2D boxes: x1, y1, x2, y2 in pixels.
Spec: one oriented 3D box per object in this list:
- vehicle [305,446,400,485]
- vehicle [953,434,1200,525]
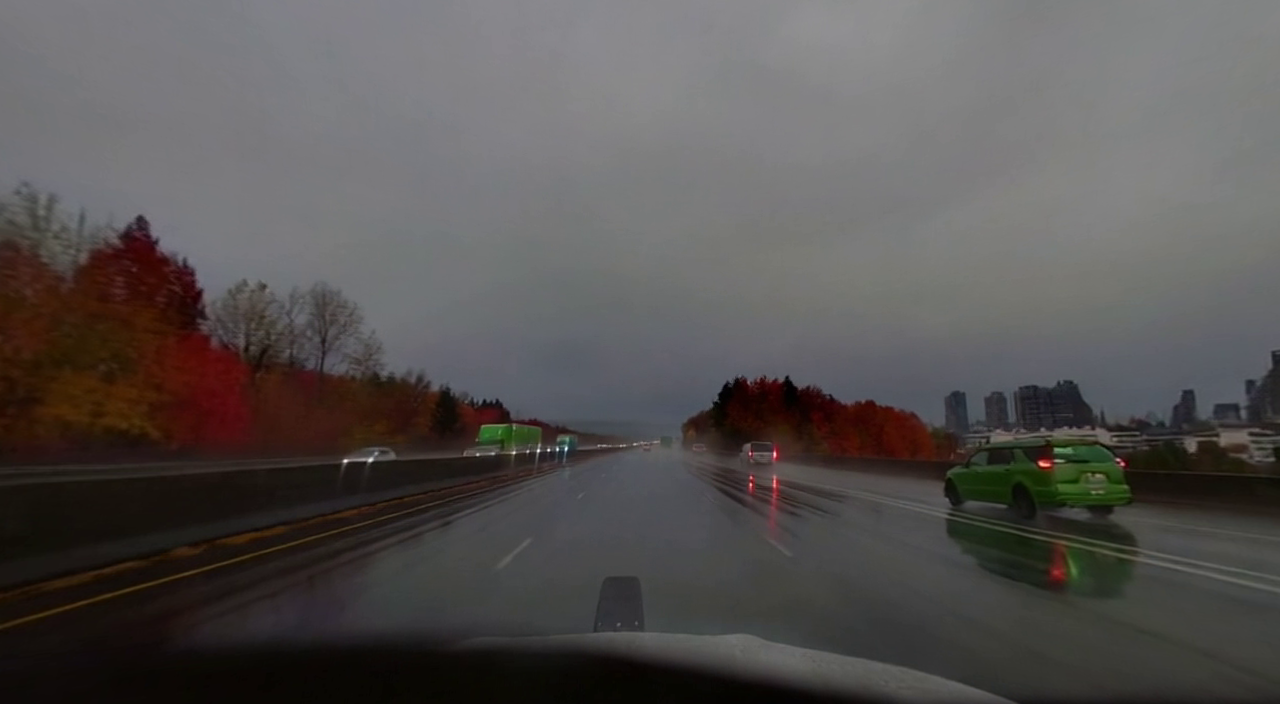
[{"bbox_3d":[-12.254,4.839,27.103,1.918,1.504,4.582,0,-9,0],"label":"vehicle"},{"bbox_3d":[8.412,2.471,12.657,1.874,1.494,4.082,0,-9,-3],"label":"vehicle"}]
